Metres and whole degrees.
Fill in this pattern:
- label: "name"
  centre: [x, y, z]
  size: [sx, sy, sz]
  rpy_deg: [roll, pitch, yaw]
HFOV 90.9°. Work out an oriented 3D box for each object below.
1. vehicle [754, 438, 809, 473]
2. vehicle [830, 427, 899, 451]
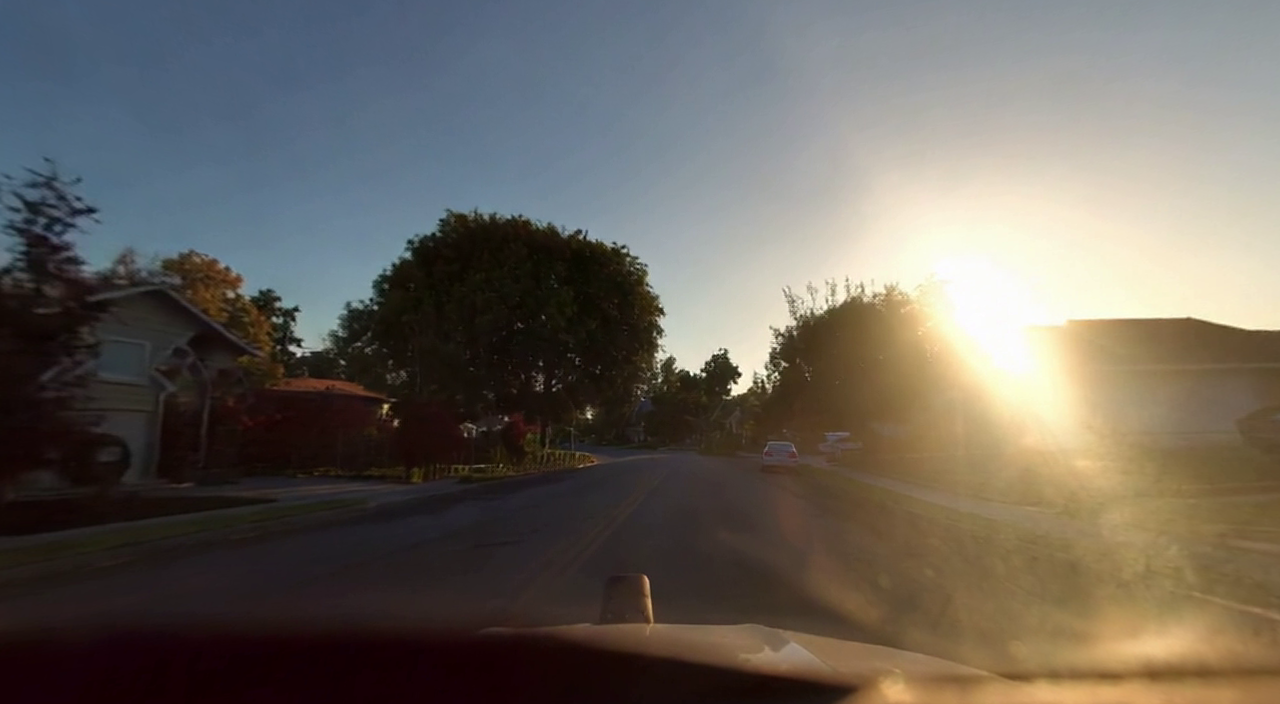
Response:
- label: "vehicle"
  centre: [6.642, 4.901, 30.015]
  size: [2.129, 1.490, 4.369]
  rpy_deg: [-1, -9, 7]
- label: "vehicle"
  centre: [16.646, 6.467, 46.820]
  size: [4.403, 1.662, 1.882]
  rpy_deg: [0, -8, -1]
